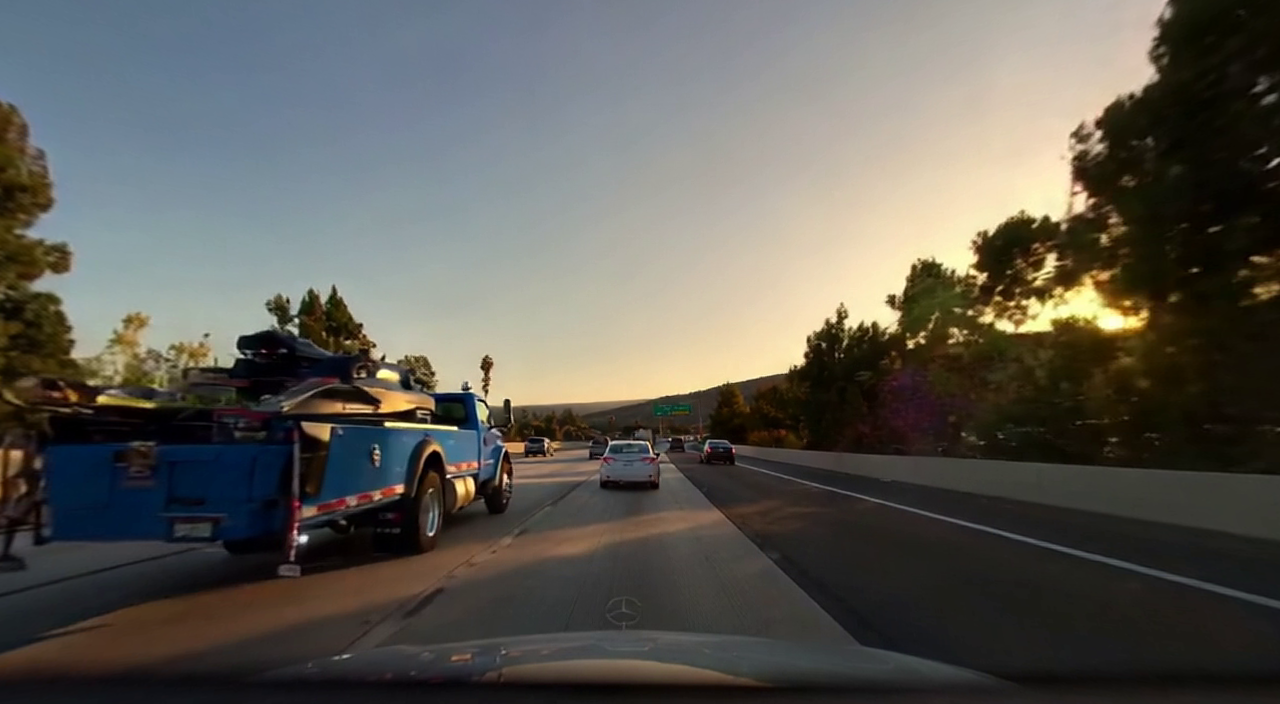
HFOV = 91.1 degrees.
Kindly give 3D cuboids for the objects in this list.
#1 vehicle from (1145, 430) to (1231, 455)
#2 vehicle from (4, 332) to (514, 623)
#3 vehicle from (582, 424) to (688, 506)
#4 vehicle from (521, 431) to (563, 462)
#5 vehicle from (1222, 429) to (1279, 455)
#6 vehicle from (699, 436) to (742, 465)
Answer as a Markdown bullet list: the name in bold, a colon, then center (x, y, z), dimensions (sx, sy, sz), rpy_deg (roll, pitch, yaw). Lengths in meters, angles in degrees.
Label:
- **vehicle**: center (37.083, 6.105, 42.527), dimensions (4.040, 1.490, 1.843), rpy_deg (-2, -8, 0)
- **vehicle**: center (-3.362, 1.312, 7.486), dimensions (2.526, 2.146, 5.594), rpy_deg (0, -8, 0)
- **vehicle**: center (-0.064, 2.645, 15.169), dimensions (2.165, 1.653, 4.456), rpy_deg (0, -8, 1)
- **vehicle**: center (-6.587, 6.399, 42.648), dimensions (2.036, 1.958, 4.378), rpy_deg (0, -8, 1)
- **vehicle**: center (37.443, 5.359, 37.263), dimensions (3.931, 1.459, 1.792), rpy_deg (0, -8, -1)
- **vehicle**: center (4.829, 5.972, 38.316), dimensions (2.079, 1.656, 4.506), rpy_deg (0, -8, 0)
